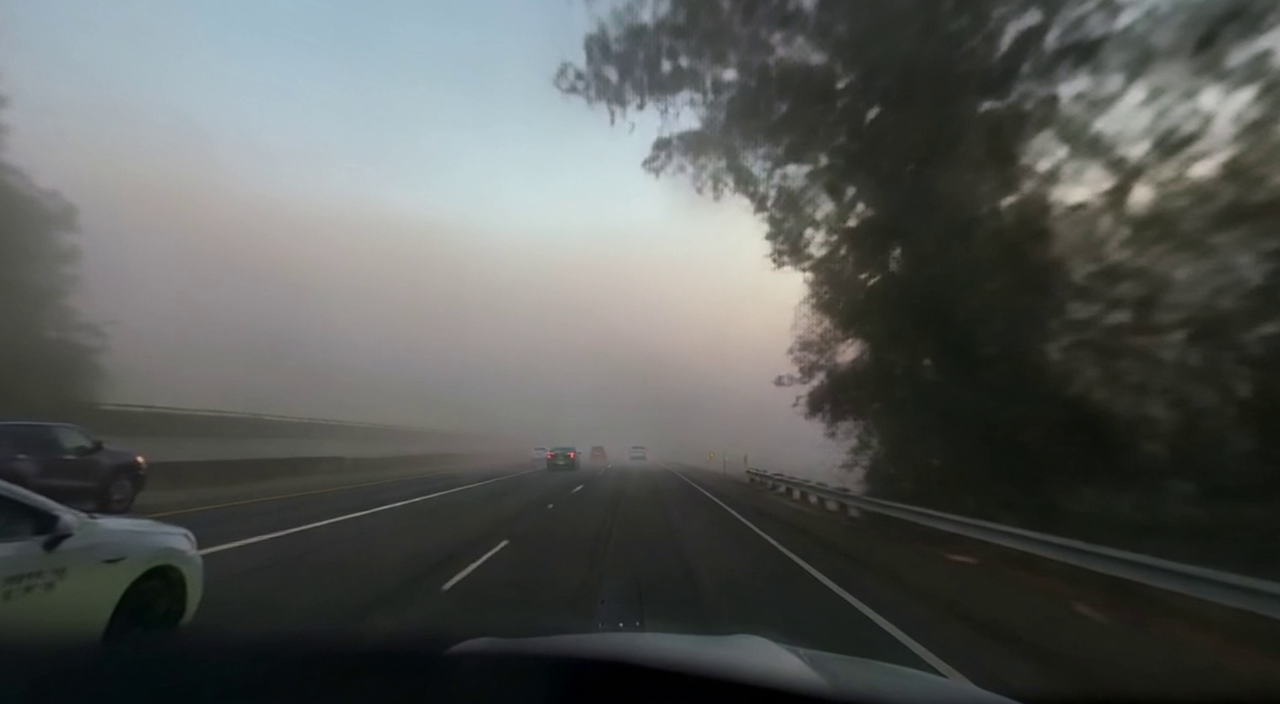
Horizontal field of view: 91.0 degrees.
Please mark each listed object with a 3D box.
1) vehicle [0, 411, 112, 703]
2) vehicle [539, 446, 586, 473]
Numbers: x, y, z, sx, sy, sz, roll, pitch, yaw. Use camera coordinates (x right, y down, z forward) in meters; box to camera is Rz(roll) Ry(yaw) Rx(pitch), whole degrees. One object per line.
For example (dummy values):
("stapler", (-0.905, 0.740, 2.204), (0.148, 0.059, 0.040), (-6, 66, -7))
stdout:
("vehicle", (-3.770, 0.740, 1.001), (1.965, 1.485, 4.460), (0, -9, 0))
("vehicle", (-4.319, 6.112, 35.936), (2.120, 1.458, 4.031), (0, -9, 1))
